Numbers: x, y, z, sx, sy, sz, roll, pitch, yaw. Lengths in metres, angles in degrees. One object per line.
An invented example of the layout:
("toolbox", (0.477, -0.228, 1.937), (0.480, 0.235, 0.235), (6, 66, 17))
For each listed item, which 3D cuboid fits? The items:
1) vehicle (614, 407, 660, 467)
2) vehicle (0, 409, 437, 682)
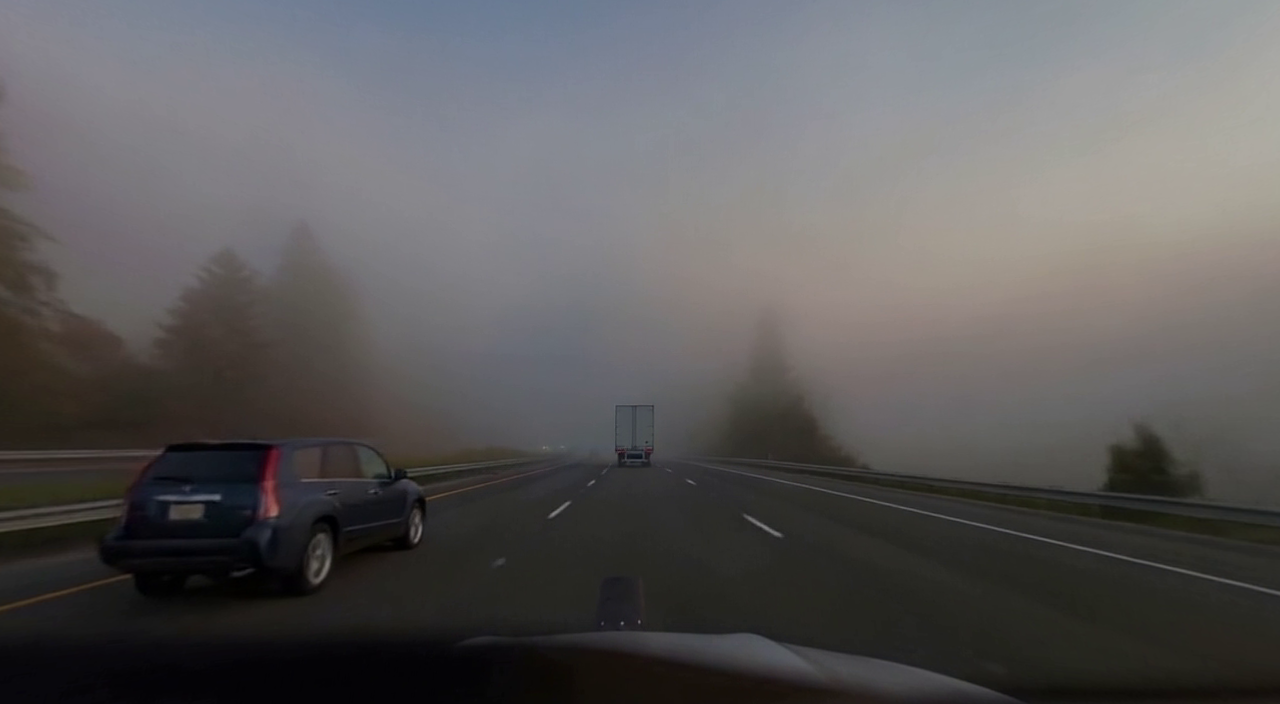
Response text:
("vehicle", (-0.431, 6.468, 47.126), (2.962, 3.953, 10.696), (0, -9, -3))
("vehicle", (-3.754, 1.437, 5.918), (2.080, 1.488, 4.781), (0, -9, 0))
